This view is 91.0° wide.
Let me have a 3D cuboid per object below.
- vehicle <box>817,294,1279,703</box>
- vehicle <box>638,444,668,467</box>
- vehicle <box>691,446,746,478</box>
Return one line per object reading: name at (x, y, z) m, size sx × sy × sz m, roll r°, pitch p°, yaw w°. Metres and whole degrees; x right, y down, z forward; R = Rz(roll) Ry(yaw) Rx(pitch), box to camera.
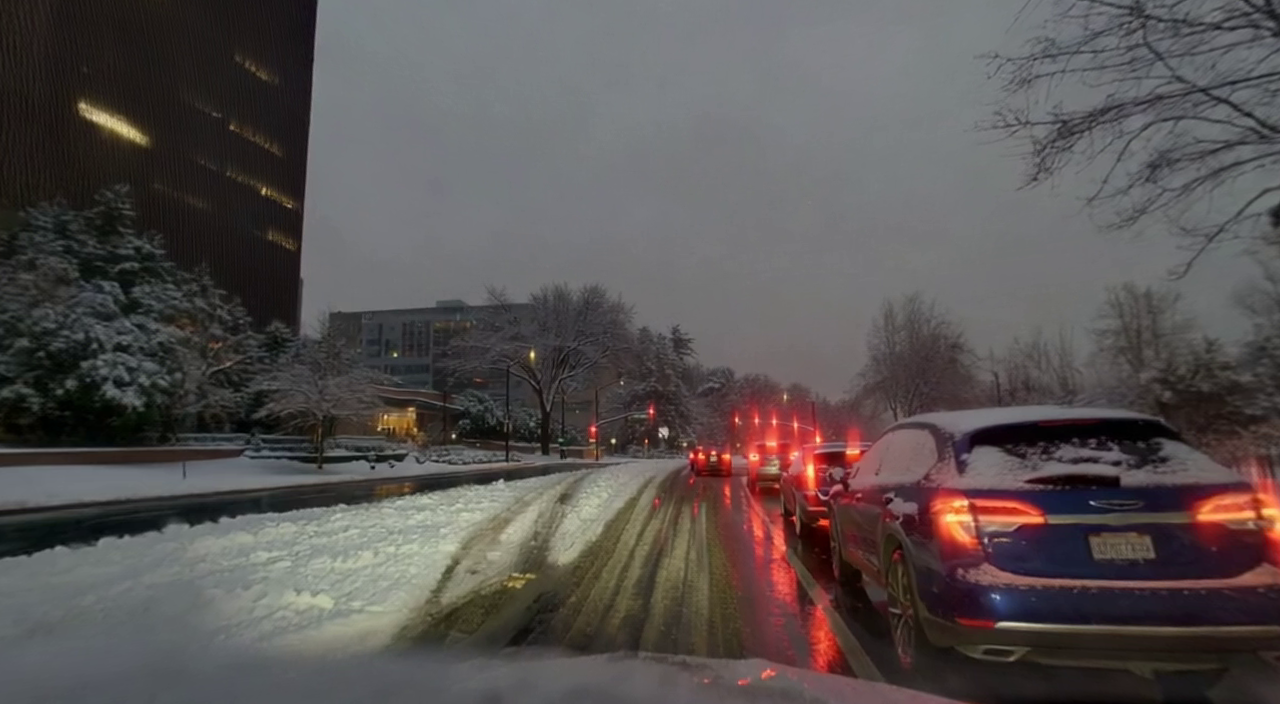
vehicle at (2.428, 1.044, 3.742) m, size 2.092 × 1.703 × 4.870 m, roll -1°, pitch -9°, yaw 10°
vehicle at (1.061, 8.170, 49.768) m, size 2.121 × 1.728 × 4.161 m, roll -1°, pitch -9°, yaw 5°
vehicle at (3.951, 5.615, 32.486) m, size 2.183 × 1.553 × 3.923 m, roll 0°, pitch -9°, yaw -2°
